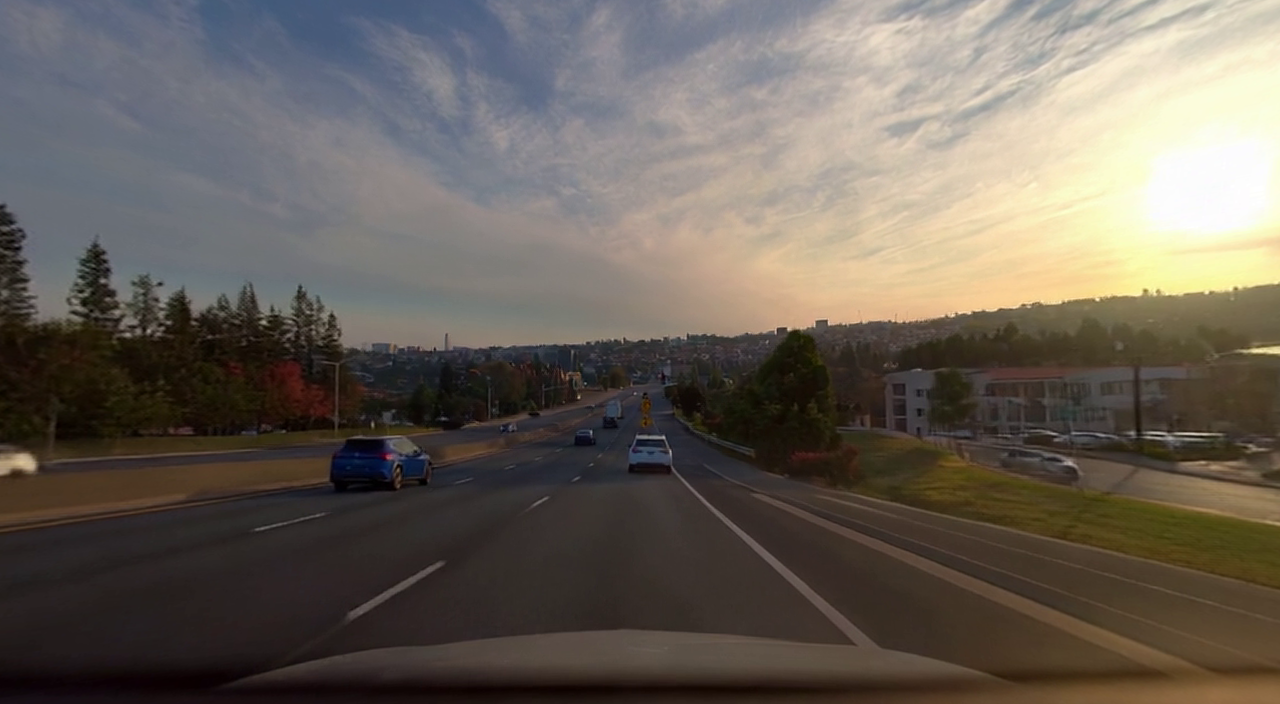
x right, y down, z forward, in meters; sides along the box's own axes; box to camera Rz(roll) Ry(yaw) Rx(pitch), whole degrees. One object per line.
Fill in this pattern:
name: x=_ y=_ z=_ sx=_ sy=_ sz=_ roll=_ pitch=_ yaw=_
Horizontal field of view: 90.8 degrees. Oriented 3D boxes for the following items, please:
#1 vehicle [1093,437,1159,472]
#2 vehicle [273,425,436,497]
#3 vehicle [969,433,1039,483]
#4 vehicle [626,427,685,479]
vehicle: x=29.393 y=6.199 z=38.352 sx=2.059 sy=1.942 sz=4.496 roll=-6 pitch=-9 yaw=25
vehicle: x=-7.463 y=2.905 z=17.265 sx=1.997 sy=1.650 sz=5.090 roll=0 pitch=-8 yaw=1
vehicle: x=18.231 y=5.258 z=31.833 sx=1.849 sy=1.958 sz=4.453 roll=-1 pitch=-3 yaw=14
vehicle: x=0.561 y=3.987 z=25.093 sx=2.125 sy=1.830 sz=4.370 roll=0 pitch=-9 yaw=0
